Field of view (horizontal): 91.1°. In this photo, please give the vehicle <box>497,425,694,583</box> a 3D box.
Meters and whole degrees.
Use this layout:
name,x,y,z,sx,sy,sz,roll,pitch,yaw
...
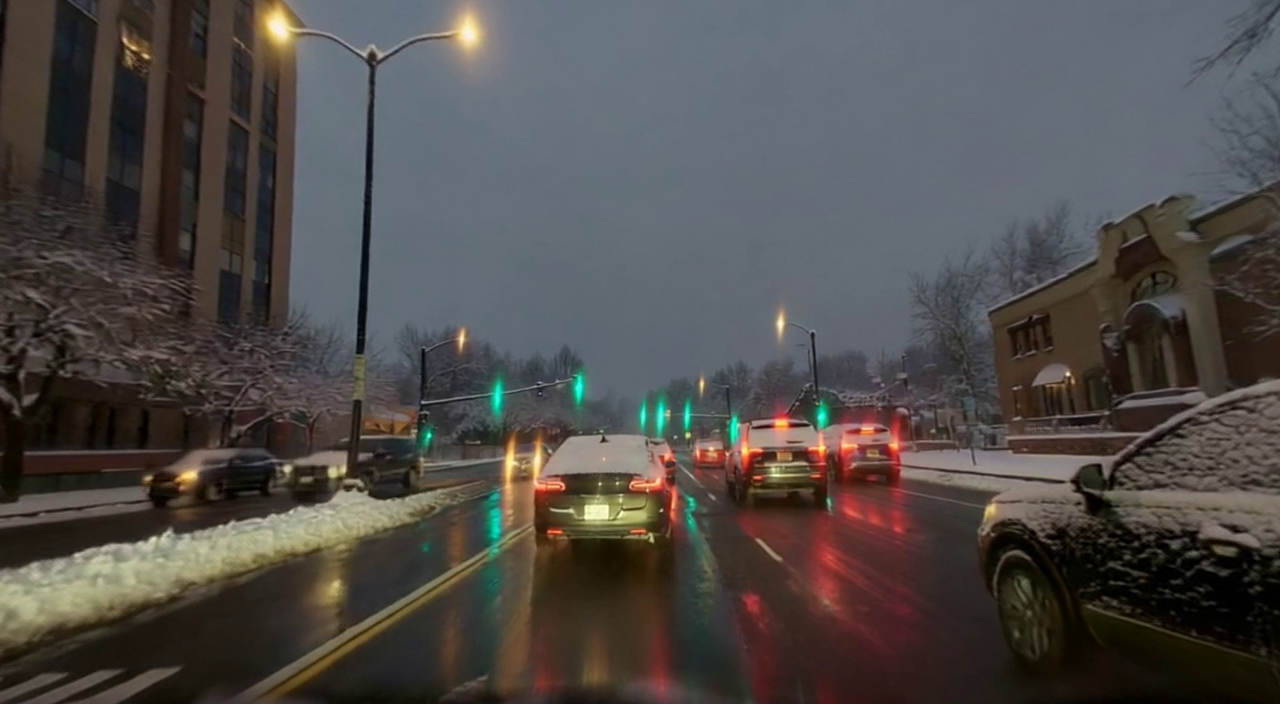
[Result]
name,x,y,z,sx,sy,sz,roll,pitch,yaw
vehicle,-0.451,1.934,8.824,2.111,1.676,4.018,0,-8,1

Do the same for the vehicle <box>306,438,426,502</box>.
name,x,y,z,sx,sy,sz,roll,pitch,yaw
vehicle,-9.281,4.001,21.800,1.979,1.987,4.542,0,-8,1

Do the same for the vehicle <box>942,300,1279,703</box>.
name,x,y,z,sx,sy,sz,roll,pitch,yaw
vehicle,3.236,0.841,2.401,1.982,1.960,4.427,0,-8,1

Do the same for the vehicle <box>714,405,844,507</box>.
name,x,y,z,sx,sy,sz,roll,pitch,yaw
vehicle,3.753,2.976,18.357,2.516,2.481,5.766,0,-8,0

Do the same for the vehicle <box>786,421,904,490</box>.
name,x,y,z,sx,sy,sz,roll,pitch,yaw
vehicle,7.409,3.812,23.463,2.627,2.252,5.236,0,-8,0

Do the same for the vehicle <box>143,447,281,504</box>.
name,x,y,z,sx,sy,sz,roll,pitch,yaw
vehicle,-16.305,4.673,24.309,2.010,1.964,4.541,0,-8,2
